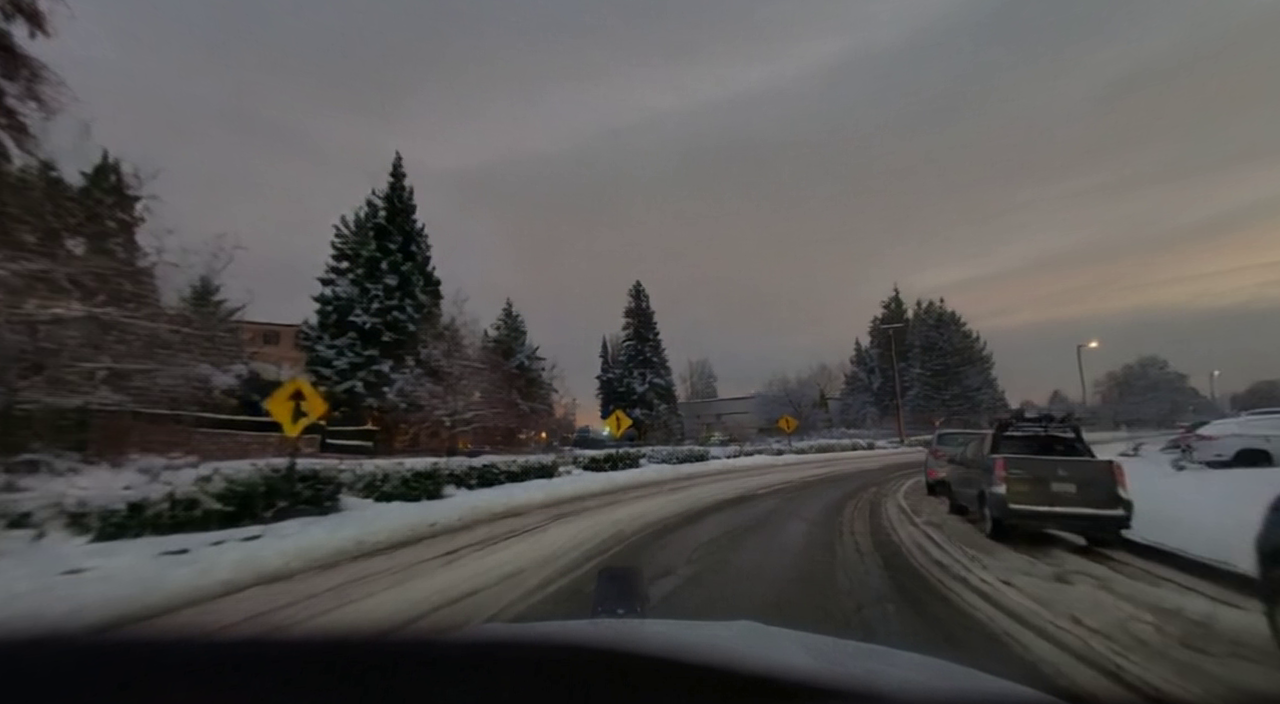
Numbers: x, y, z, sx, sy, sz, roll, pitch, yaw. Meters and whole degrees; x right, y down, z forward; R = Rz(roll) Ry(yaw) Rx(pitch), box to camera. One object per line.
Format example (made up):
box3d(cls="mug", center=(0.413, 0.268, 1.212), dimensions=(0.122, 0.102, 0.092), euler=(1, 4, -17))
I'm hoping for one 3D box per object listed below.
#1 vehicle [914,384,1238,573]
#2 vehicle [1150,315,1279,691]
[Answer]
box3d(cls="vehicle", center=(5.374, 1.607, 8.753), dimensions=(2.269, 1.841, 4.569), euler=(-3, -9, 16))
box3d(cls="vehicle", center=(4.040, 0.520, 1.543), dimensions=(2.081, 1.866, 4.648), euler=(-1, -8, 7))
